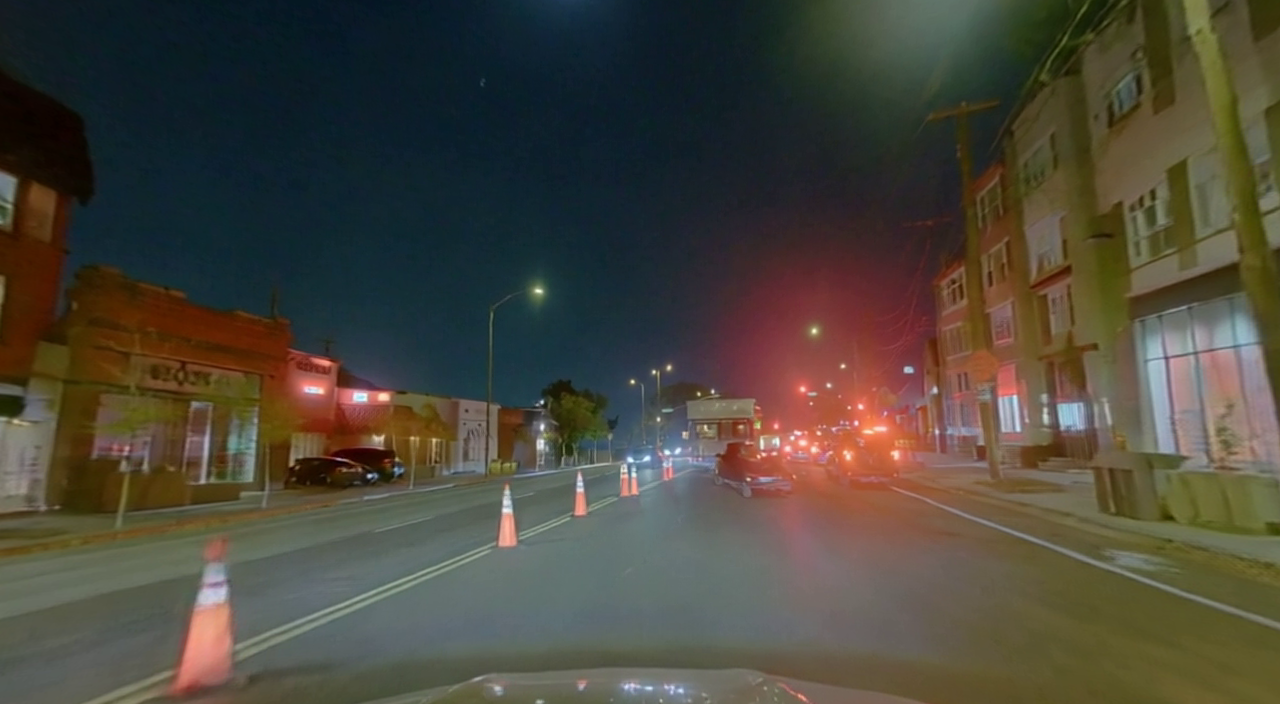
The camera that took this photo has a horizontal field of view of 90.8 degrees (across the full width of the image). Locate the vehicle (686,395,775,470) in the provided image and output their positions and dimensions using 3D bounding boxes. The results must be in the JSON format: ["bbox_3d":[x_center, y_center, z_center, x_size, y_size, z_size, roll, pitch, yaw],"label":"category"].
[{"bbox_3d":[5.305,4.508,34.360,2.977,3.271,12.748,-3,-9,16],"label":"vehicle"}]

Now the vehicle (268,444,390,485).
[{"bbox_3d":[-13.542,4.879,27.618,4.397,1.698,1.932,-2,-9,12],"label":"vehicle"}]

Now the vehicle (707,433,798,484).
[{"bbox_3d":[3.630,3.519,21.188,2.159,1.506,4.086,0,-8,-2],"label":"vehicle"}]

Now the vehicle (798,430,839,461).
[{"bbox_3d":[12.075,6.311,42.570,2.110,1.942,4.376,-4,-9,22],"label":"vehicle"}]
